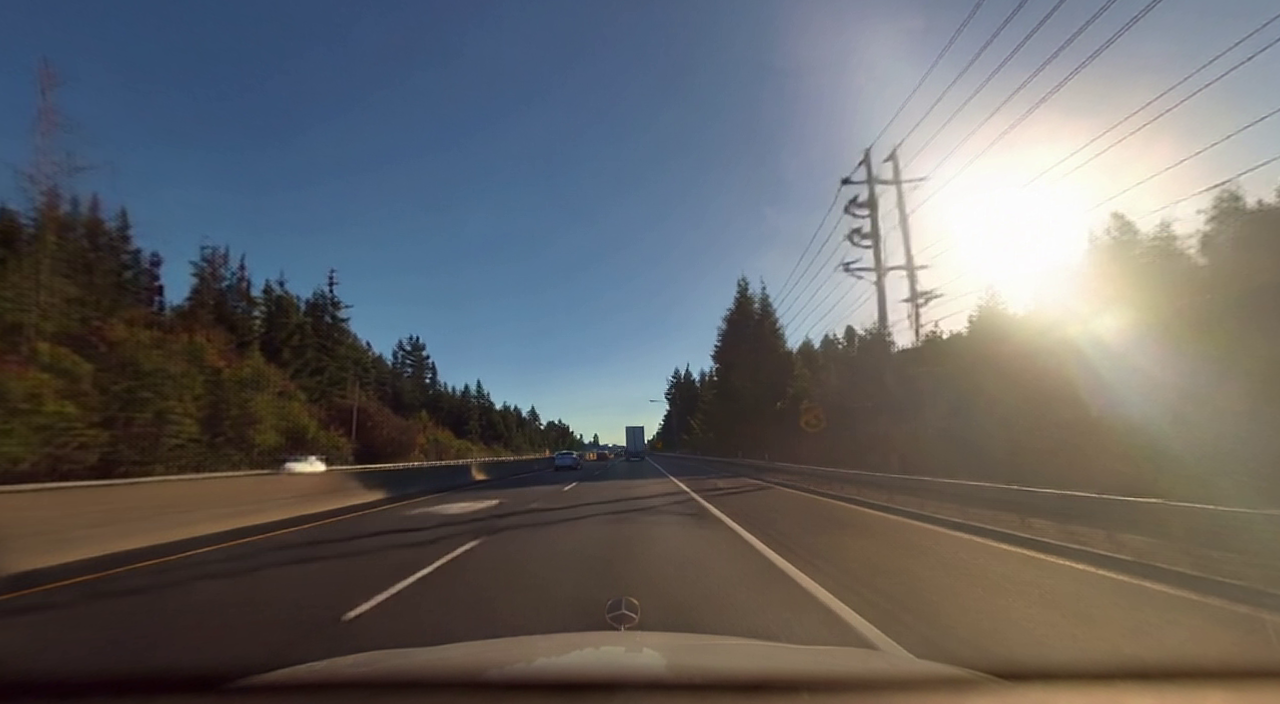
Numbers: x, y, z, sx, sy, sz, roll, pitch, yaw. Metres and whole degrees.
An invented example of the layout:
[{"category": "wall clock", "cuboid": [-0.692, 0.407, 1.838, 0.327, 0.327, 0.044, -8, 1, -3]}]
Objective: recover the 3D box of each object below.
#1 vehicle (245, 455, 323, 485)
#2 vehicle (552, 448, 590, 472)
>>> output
[{"category": "vehicle", "cuboid": [-18.197, 6.026, 32.450, 1.811, 1.460, 3.662, 0, -9, 0]}, {"category": "vehicle", "cuboid": [-4.471, 7.084, 41.541, 2.106, 1.445, 4.404, 0, -9, -1]}]
